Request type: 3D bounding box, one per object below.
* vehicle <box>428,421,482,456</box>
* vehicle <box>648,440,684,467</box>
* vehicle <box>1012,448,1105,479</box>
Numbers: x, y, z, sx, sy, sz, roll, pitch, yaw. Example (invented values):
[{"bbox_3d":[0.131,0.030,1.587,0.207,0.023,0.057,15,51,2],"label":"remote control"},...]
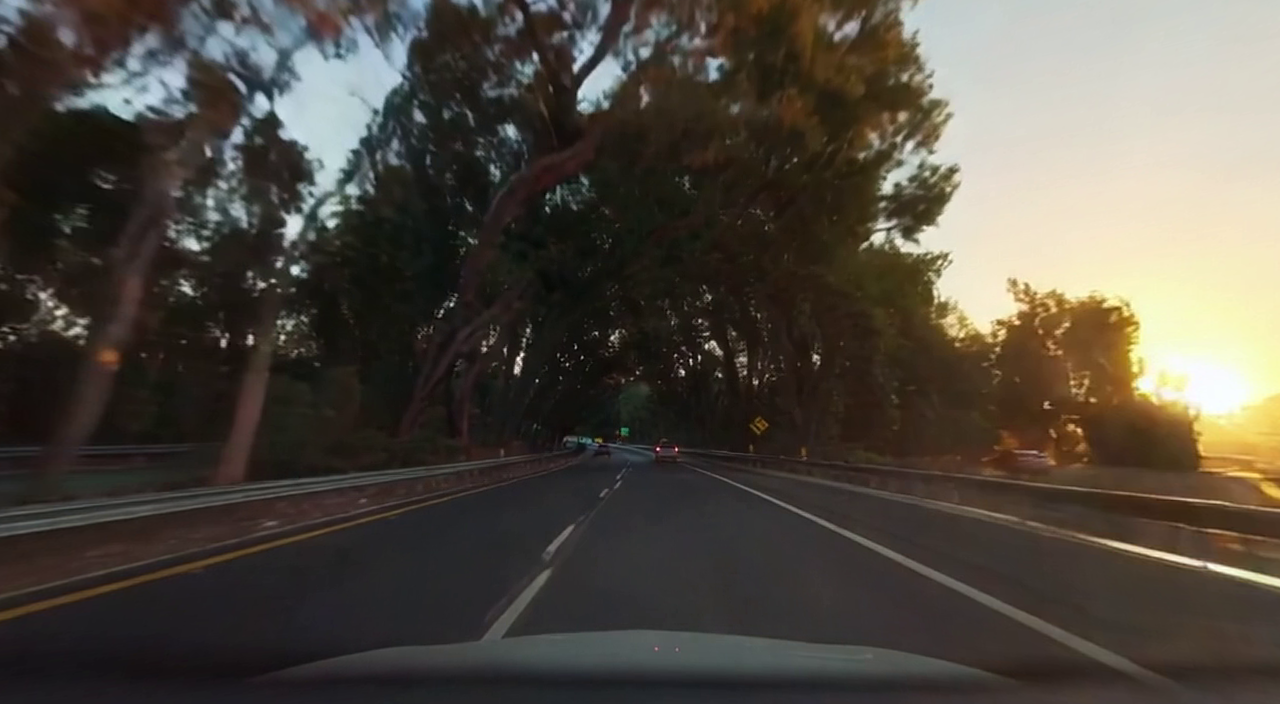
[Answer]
[{"bbox_3d":[-14.233,6.729,48.870,2.284,2.508,5.912,0,-8,1],"label":"vehicle"},{"bbox_3d":[1.479,6.005,37.415,1.966,1.542,3.979,0,-8,0],"label":"vehicle"},{"bbox_3d":[23.072,6.127,34.869,1.938,1.534,4.006,2,-8,-11],"label":"vehicle"}]
